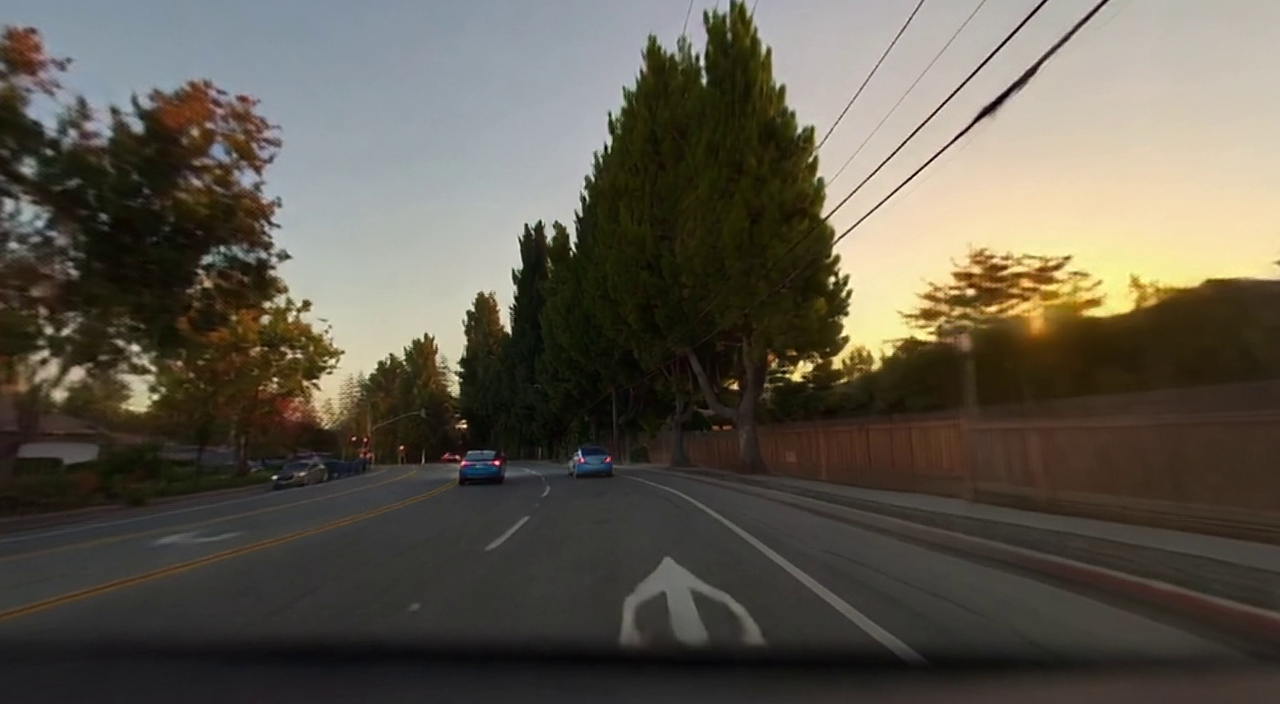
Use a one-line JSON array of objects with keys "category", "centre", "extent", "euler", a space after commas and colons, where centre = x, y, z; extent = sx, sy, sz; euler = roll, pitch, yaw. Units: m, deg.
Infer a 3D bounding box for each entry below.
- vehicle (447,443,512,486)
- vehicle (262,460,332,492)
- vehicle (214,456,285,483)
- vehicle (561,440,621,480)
[{"category": "vehicle", "centre": [-5.992, 4.244, 24.068], "extent": [1.913, 1.425, 4.235], "euler": [0, -9, -8]}, {"category": "vehicle", "centre": [-17.988, 6.484, 33.332], "extent": [1.944, 1.458, 4.549], "euler": [1, -9, -12]}, {"category": "vehicle", "centre": [-27.585, 8.281, 44.738], "extent": [3.916, 1.509, 1.804], "euler": [-2, -8, -18]}, {"category": "vehicle", "centre": [-2.197, 4.592, 27.098], "extent": [2.168, 1.504, 4.284], "euler": [1, -9, -10]}]
